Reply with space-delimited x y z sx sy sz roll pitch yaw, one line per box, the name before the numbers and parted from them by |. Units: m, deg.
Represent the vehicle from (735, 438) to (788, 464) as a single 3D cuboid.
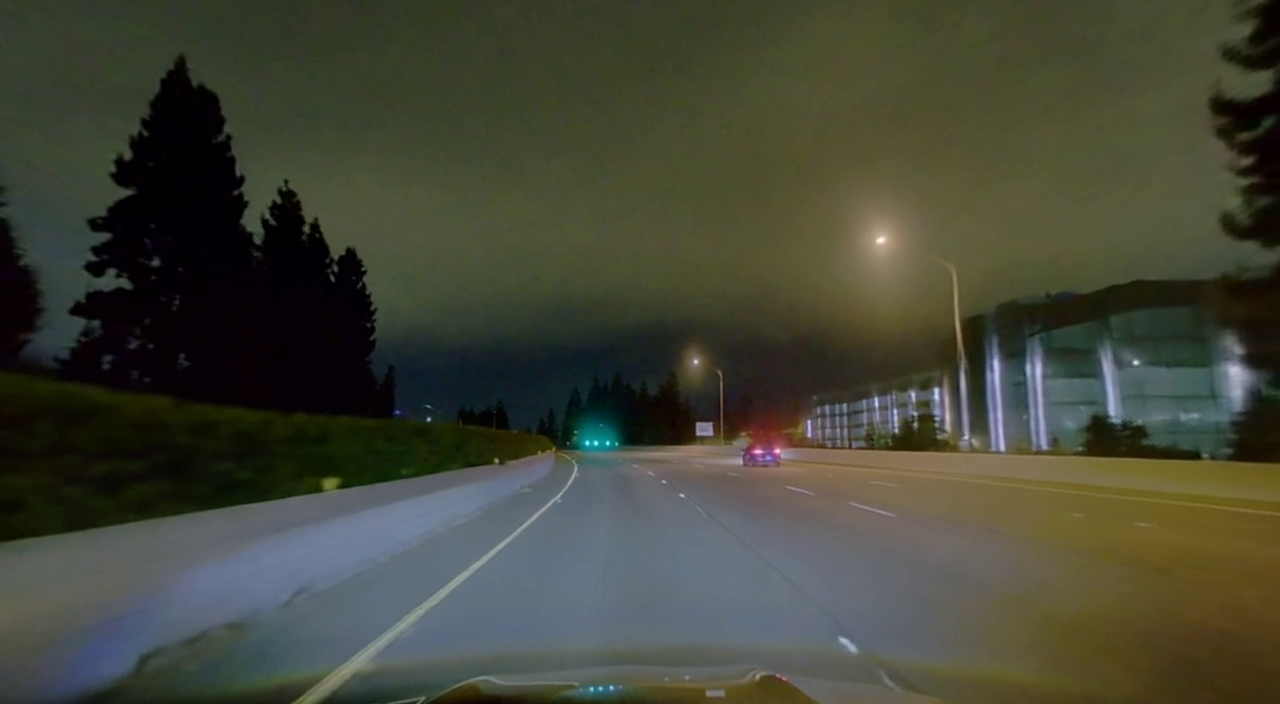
vehicle | 7.332 6.041 38.420 1.908 1.483 4.474 1 -8 -6
